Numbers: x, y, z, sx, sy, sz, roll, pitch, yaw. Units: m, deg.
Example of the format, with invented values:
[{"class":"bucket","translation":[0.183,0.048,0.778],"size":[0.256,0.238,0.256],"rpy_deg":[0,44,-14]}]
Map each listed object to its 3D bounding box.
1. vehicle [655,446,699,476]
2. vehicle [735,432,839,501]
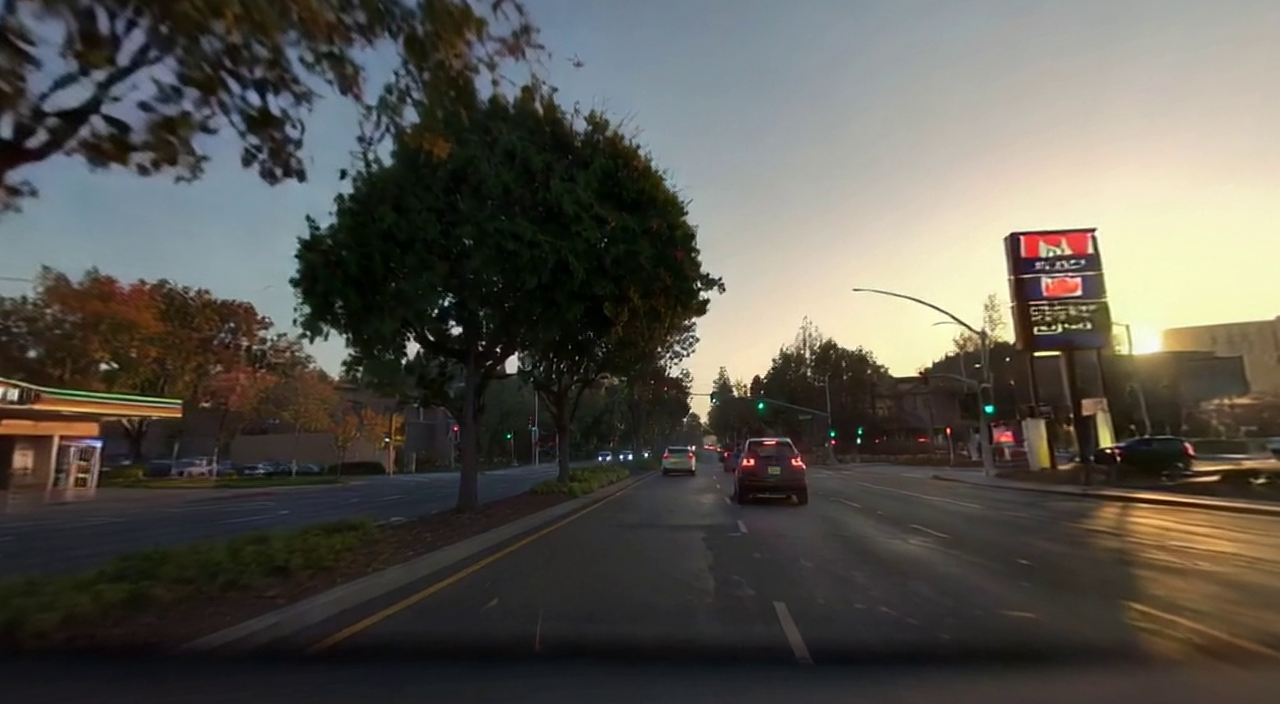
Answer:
[{"class":"vehicle","translation":[2.005,5.687,33.213],"size":[2.100,1.469,3.872],"rpy_deg":[-1,-9,6]},{"class":"vehicle","translation":[4.061,3.227,18.139],"size":[2.213,1.715,4.242],"rpy_deg":[-1,-9,4]}]
